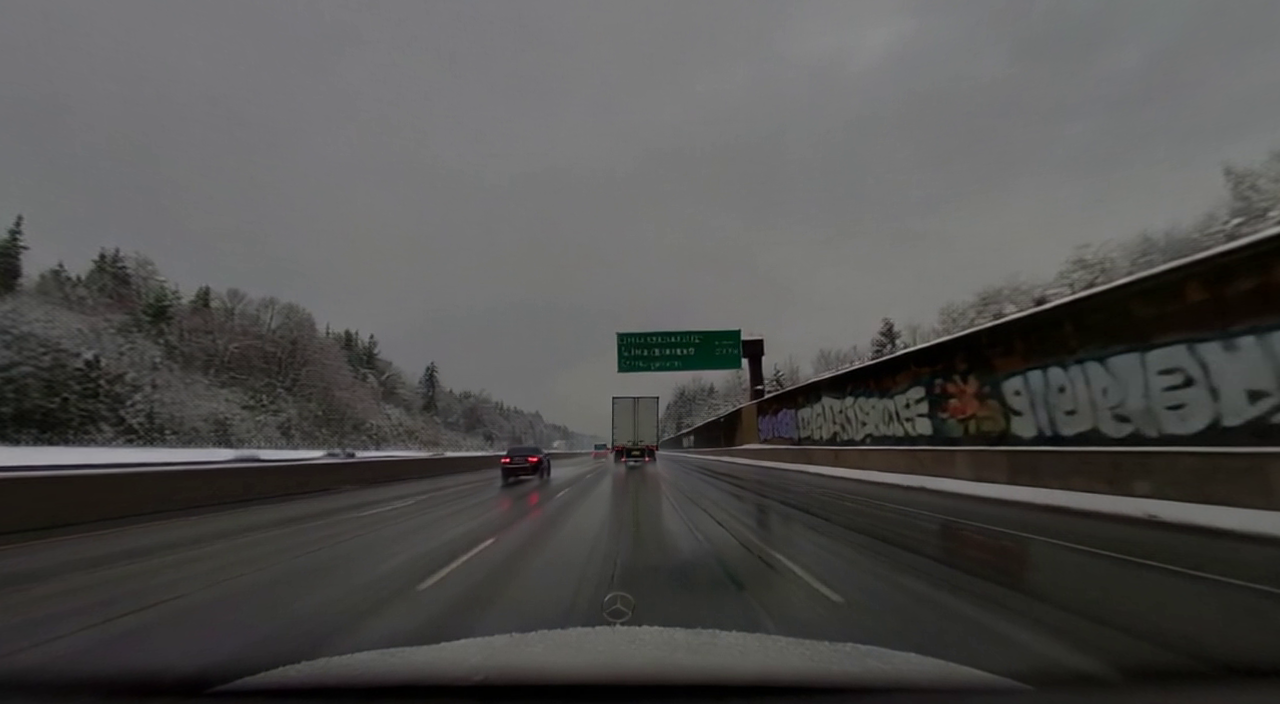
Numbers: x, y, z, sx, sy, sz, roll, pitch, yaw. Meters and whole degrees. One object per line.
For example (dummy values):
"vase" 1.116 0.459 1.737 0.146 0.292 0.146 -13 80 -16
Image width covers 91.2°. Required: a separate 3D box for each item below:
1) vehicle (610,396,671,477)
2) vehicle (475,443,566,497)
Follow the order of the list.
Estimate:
"vehicle" -0.067 5.104 37.132 3.042 4.023 10.832 0 -9 -1
"vehicle" -3.725 3.760 20.339 2.158 1.538 4.047 0 -9 0
